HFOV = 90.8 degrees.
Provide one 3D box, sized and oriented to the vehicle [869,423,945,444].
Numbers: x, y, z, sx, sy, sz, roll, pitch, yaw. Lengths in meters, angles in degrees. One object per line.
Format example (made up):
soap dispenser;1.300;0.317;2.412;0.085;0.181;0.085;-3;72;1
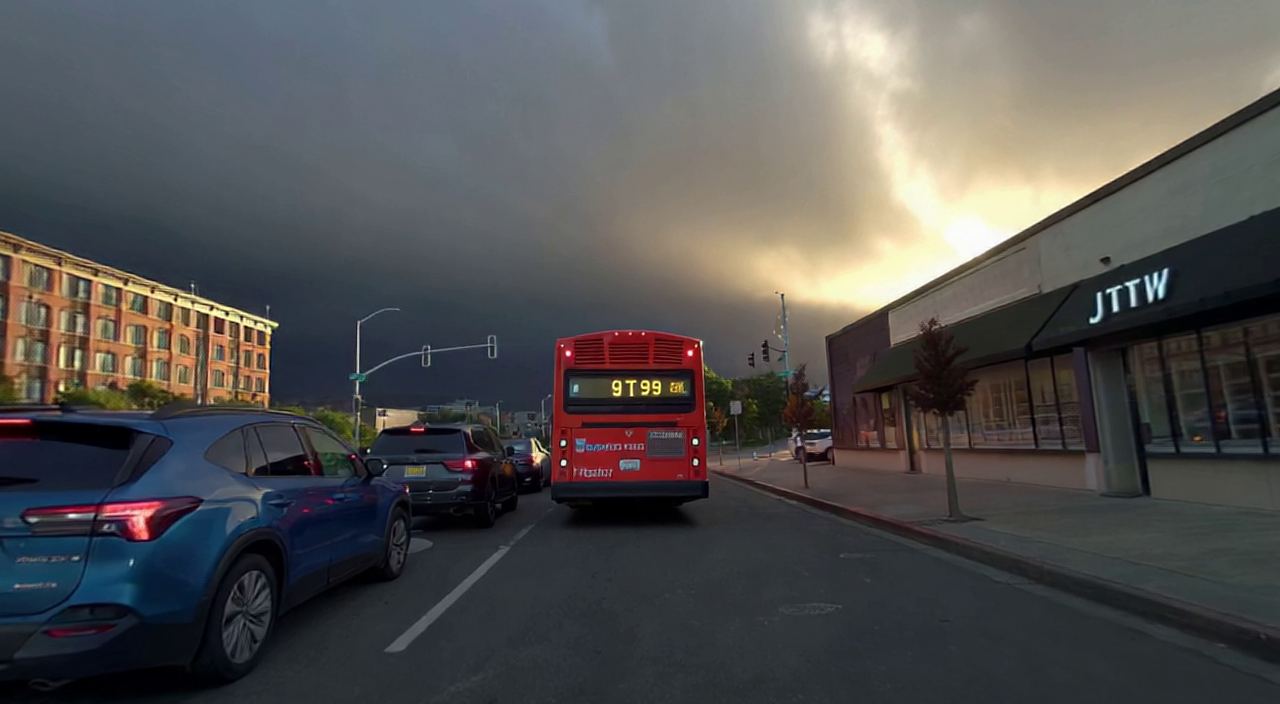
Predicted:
vehicle;19.910;6.106;47.202;4.827;1.555;1.863;1;-9;-6

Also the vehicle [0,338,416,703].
vehicle;-3.217;1.093;3.965;2.020;1.725;4.384;0;-8;0

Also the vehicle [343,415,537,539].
vehicle;-3.351;2.200;11.775;2.096;1.828;4.669;0;-8;0

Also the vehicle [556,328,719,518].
vehicle;-0.303;2.003;16.544;2.938;3.468;9.972;0;-8;-3

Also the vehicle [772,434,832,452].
vehicle;11.924;6.737;46.649;3.949;1.337;1.738;0;-9;-2
